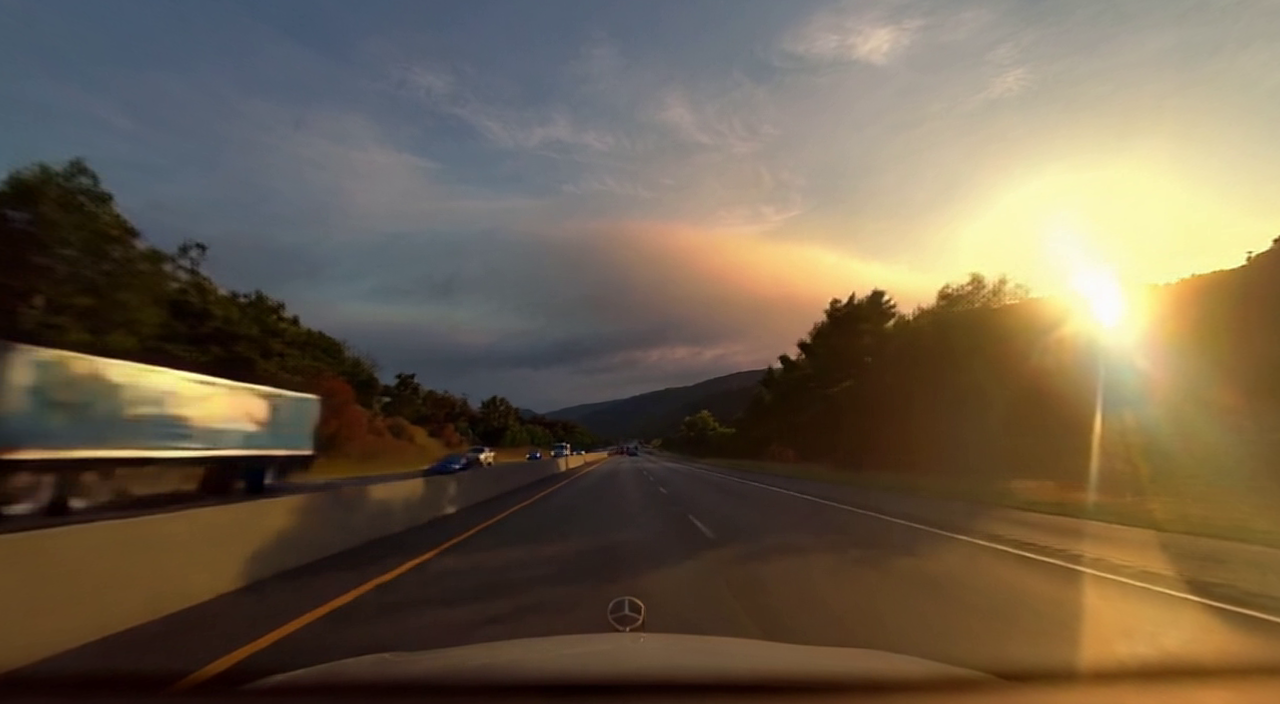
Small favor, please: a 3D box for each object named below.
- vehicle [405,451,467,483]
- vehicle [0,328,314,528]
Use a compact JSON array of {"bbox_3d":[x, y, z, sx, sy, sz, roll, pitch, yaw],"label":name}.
[{"bbox_3d":[-10.179,5.746,31.796,1.795,1.436,4.346,0,-9,-1],"label":"vehicle"},{"bbox_3d":[-14.735,2.421,18.419,3.084,4.035,14.326,0,-9,-1],"label":"vehicle"}]
